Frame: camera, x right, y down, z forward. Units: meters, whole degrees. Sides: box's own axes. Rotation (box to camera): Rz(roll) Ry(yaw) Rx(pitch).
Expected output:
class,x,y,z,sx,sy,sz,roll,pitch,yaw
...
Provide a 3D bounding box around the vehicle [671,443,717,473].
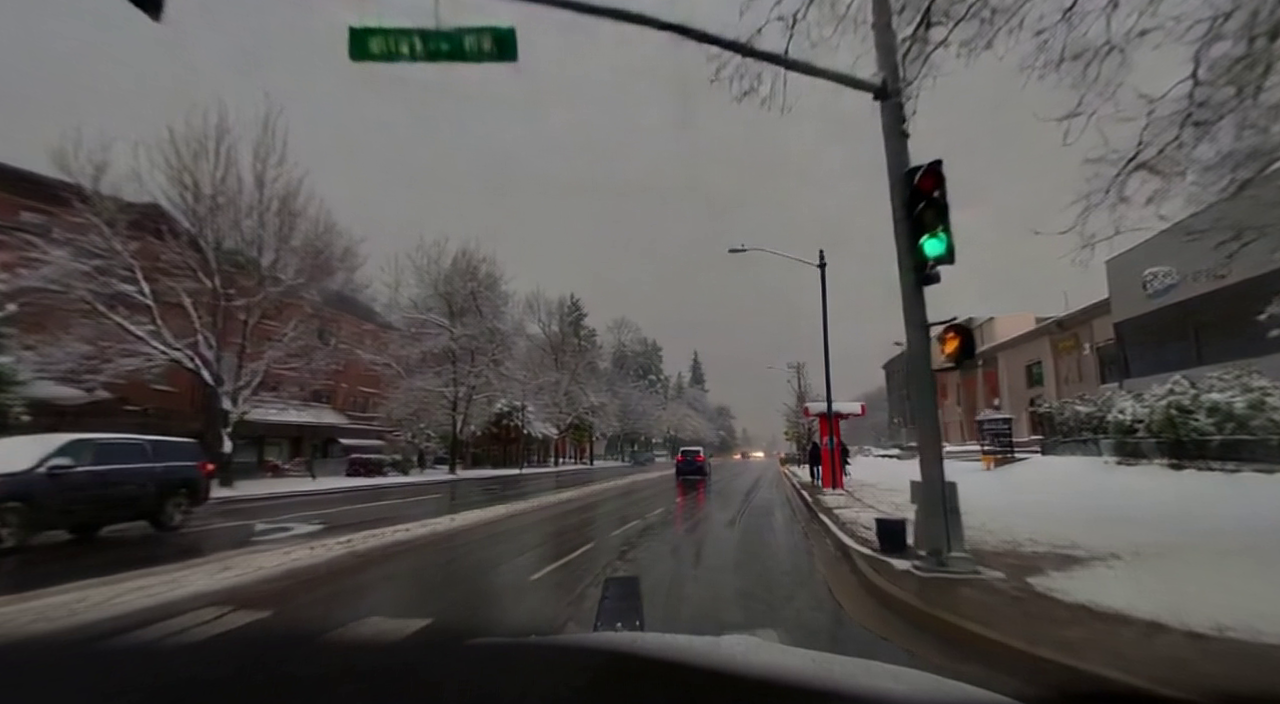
class,x,y,z,sx,sy,sz,roll,pitch,yaw
vehicle,3.353,6.458,38.755,2.101,1.721,4.364,-2,-9,14

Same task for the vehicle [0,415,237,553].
class,x,y,z,sx,sy,sz,roll,pitch,yaw
vehicle,-8.722,1.893,9.487,2.017,1.684,4.483,-1,-9,7
